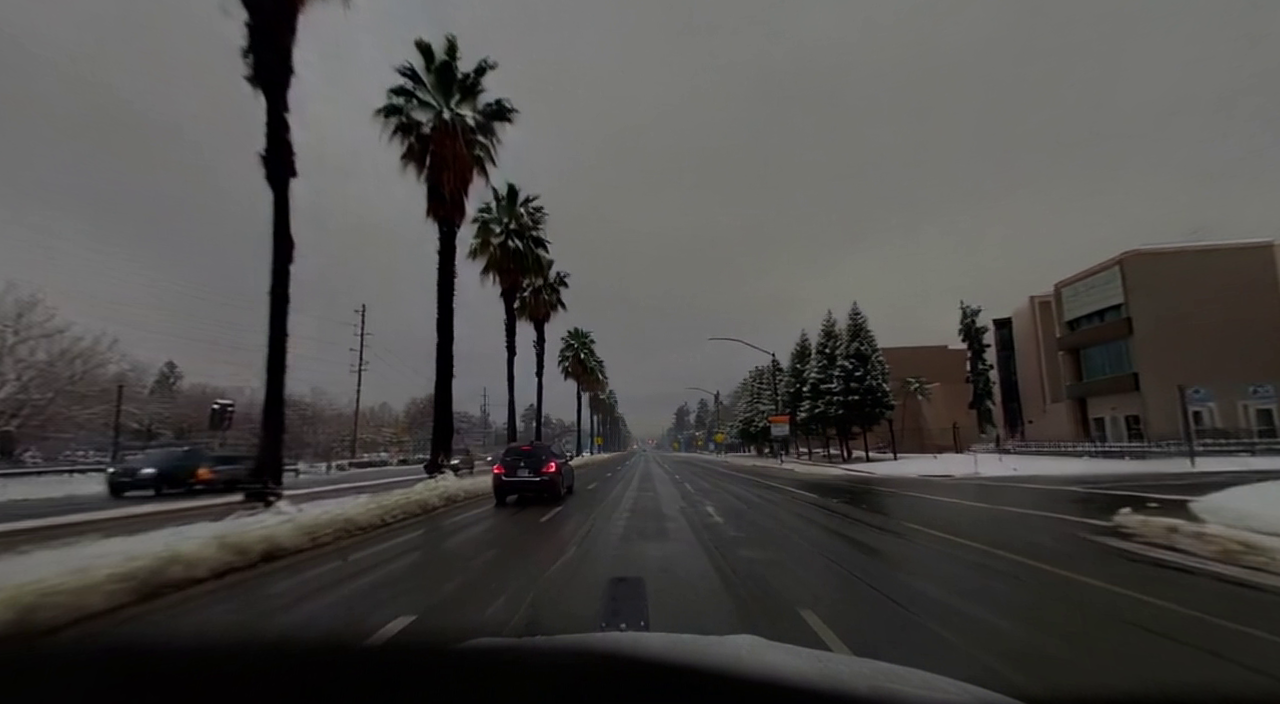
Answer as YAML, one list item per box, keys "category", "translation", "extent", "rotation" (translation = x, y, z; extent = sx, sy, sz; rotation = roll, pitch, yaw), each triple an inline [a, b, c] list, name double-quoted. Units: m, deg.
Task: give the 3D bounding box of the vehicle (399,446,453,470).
- category: "vehicle"
  translation: [-14.626, 7.247, 43.398]
  extent: [1.948, 1.491, 4.723]
  rotation: [0, -8, 1]

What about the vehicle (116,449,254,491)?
- category: "vehicle"
  translation: [-18.208, 4.708, 25.584]
  extent: [1.993, 1.466, 4.731]
  rotation: [0, -8, 1]

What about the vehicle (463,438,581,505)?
- category: "vehicle"
  translation: [-2.963, 3.121, 17.041]
  extent: [2.162, 1.549, 4.795]
  rotation: [0, -8, 1]
